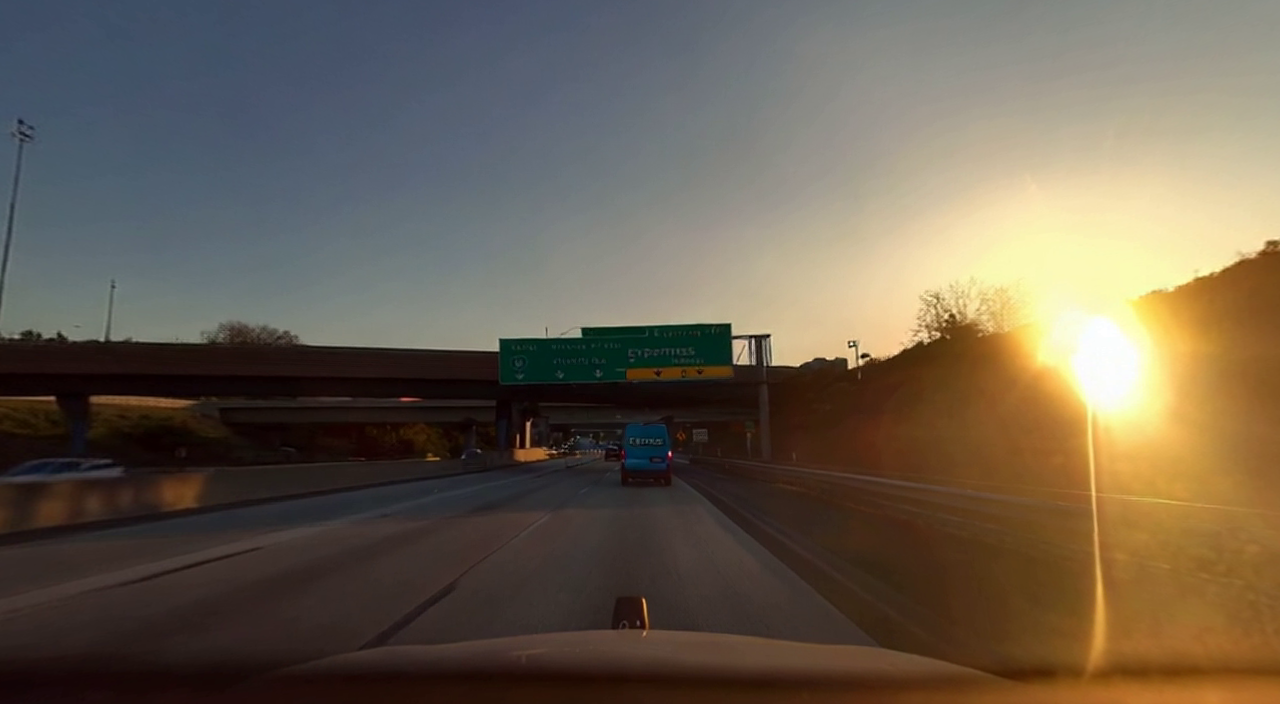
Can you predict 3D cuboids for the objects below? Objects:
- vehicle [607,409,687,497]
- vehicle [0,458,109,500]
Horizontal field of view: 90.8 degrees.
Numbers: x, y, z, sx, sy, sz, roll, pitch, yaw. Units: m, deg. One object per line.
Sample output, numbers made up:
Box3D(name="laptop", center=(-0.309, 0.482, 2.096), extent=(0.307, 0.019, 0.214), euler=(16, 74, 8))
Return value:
Box3D(name="vehicle", center=(0.118, 3.371, 21.206), extent=(2.332, 2.558, 5.314), euler=(0, -9, -2))
Box3D(name="vehicle", center=(-23.771, 4.982, 25.087), extent=(1.864, 1.470, 3.888), euler=(0, -9, -1))
